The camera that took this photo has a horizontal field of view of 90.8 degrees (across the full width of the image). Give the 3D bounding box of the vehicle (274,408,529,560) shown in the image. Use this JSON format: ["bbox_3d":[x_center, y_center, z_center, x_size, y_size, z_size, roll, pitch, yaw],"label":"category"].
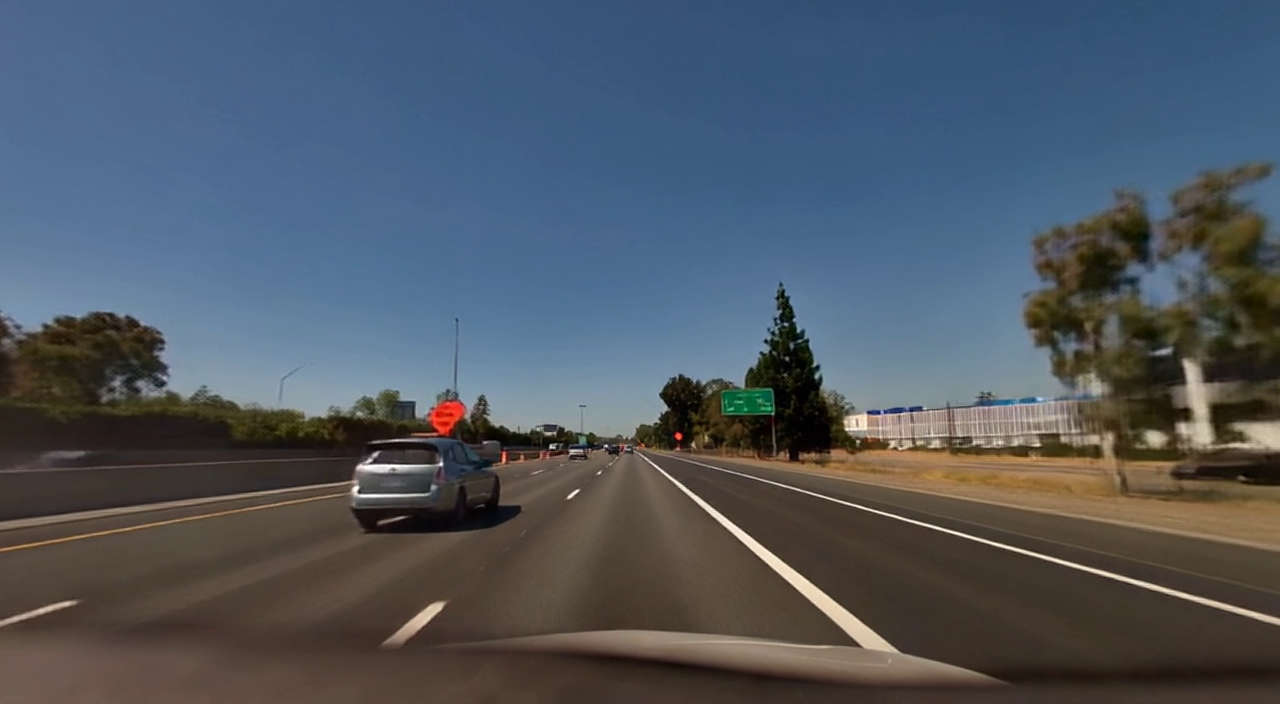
[{"bbox_3d":[-3.112,1.837,9.461,2.103,1.715,4.371,0,-9,0],"label":"vehicle"}]
